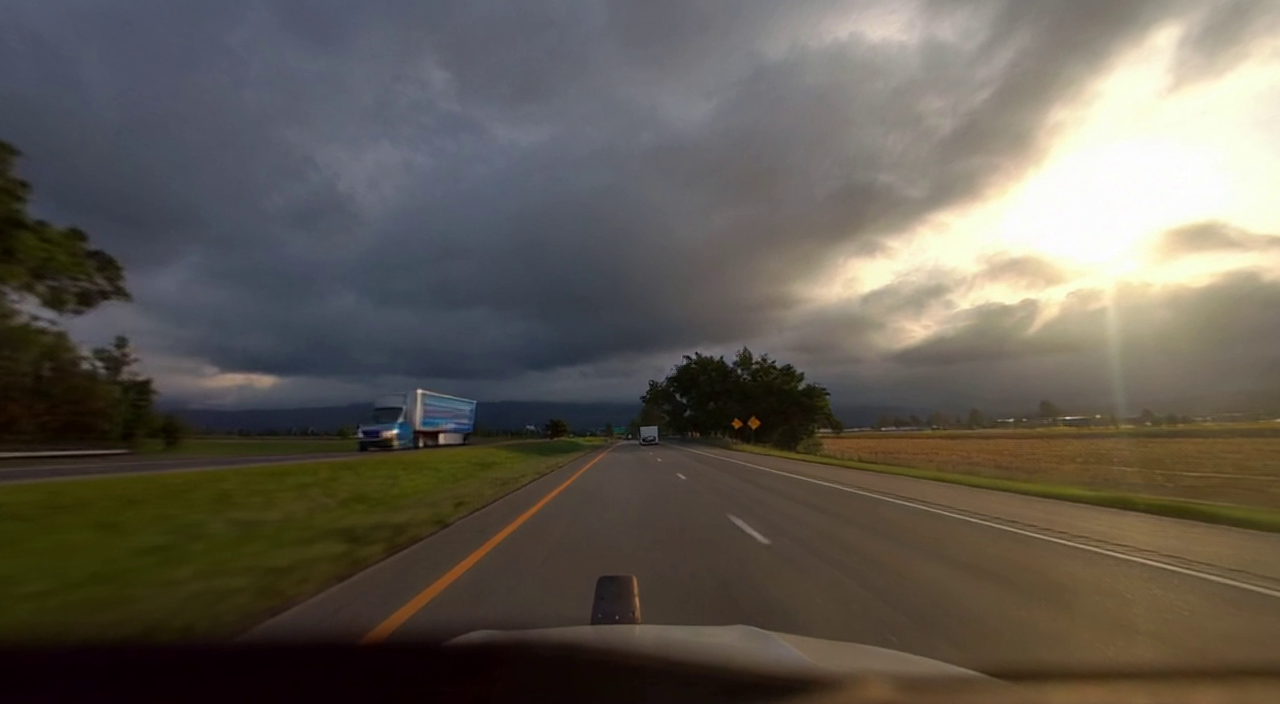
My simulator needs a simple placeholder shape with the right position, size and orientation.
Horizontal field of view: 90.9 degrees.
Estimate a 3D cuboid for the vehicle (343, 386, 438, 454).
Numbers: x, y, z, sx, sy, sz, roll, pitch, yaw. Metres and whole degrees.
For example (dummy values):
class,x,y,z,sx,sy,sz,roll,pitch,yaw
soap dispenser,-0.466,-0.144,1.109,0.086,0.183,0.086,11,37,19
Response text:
class,x,y,z,sx,sy,sz,roll,pitch,yaw
vehicle,-13.879,3.919,35.700,2.970,3.532,5.981,0,-8,-1
